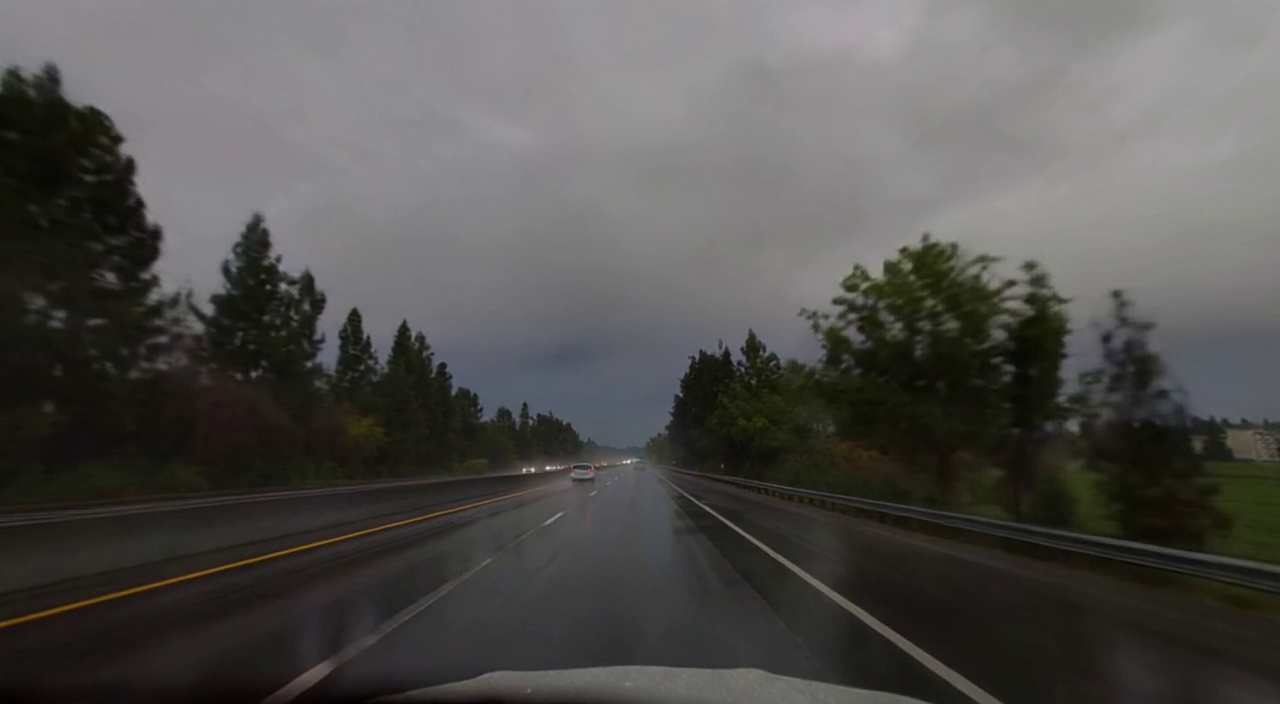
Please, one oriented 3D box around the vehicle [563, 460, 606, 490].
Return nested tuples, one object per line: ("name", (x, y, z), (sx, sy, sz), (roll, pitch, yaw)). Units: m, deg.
("vehicle", (-3.054, 6.898, 35.424), (1.900, 1.550, 4.146), (1, -10, 1))
